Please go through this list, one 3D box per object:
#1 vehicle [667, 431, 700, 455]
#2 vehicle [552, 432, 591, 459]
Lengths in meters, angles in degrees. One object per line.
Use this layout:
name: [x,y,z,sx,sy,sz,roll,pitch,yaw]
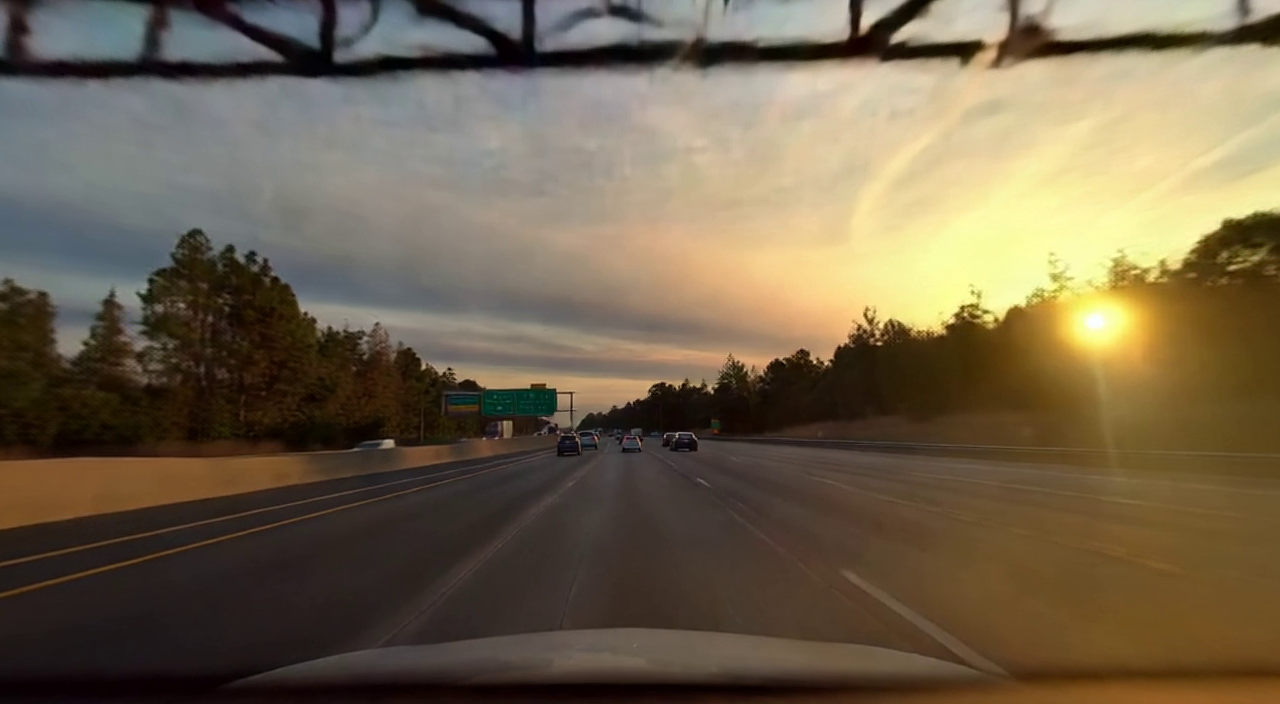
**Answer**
vehicle: [3.181,6.742,46.781,2.066,1.673,4.225,0,-8,-2]
vehicle: [-4.343,5.962,40.440,2.119,1.629,3.946,0,-8,-2]
